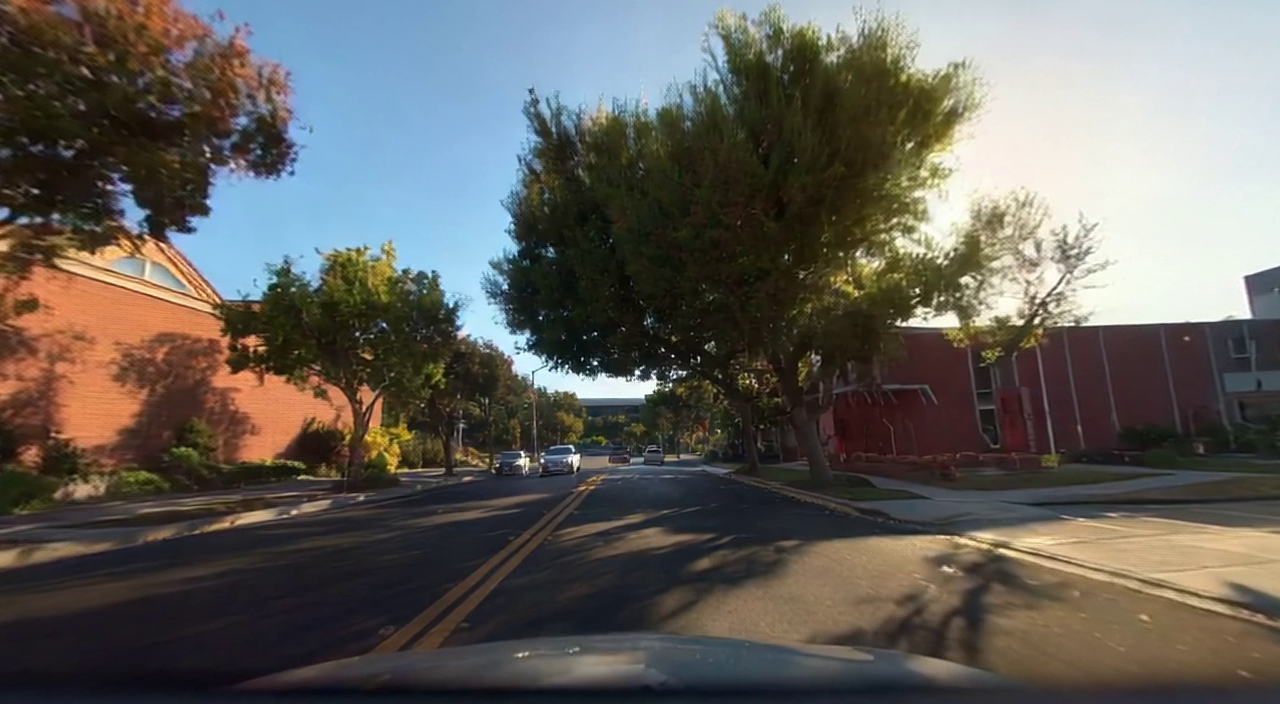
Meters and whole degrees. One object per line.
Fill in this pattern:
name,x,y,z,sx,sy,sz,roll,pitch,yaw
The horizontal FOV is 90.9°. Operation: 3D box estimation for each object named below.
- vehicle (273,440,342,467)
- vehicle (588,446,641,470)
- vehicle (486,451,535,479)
vehicle,-21.451,6.555,40.896,1.906,1.596,4.599,0,-9,1
vehicle,-1.912,7.653,45.879,2.154,1.641,4.254,5,-10,-29
vehicle,-7.333,6.410,36.081,1.930,1.463,4.195,0,-9,0
